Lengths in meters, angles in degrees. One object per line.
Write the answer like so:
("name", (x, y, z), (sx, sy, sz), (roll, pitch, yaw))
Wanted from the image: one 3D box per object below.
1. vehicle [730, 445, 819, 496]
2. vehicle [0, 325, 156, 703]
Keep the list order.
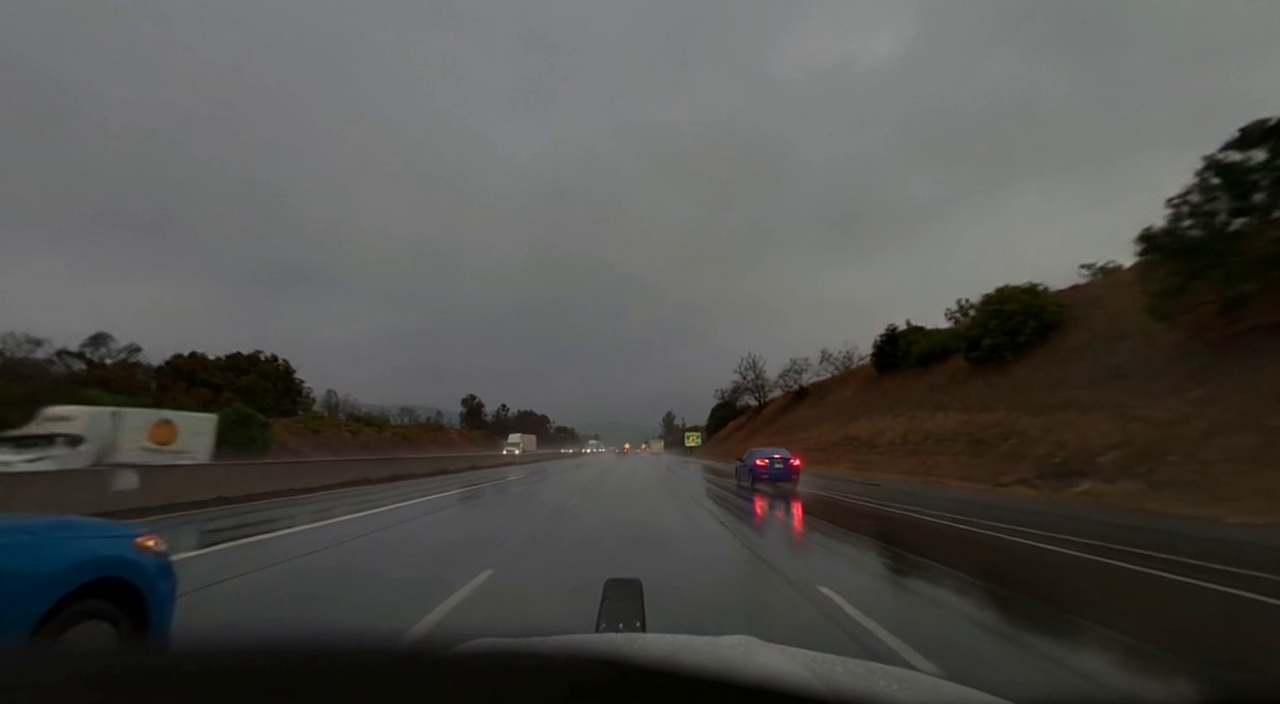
("vehicle", (4.268, 3.822, 20.698), (1.967, 1.472, 3.751), (0, -9, -2))
("vehicle", (-3.138, 0.514, 0.289), (2.277, 1.695, 4.475), (0, -9, -1))
